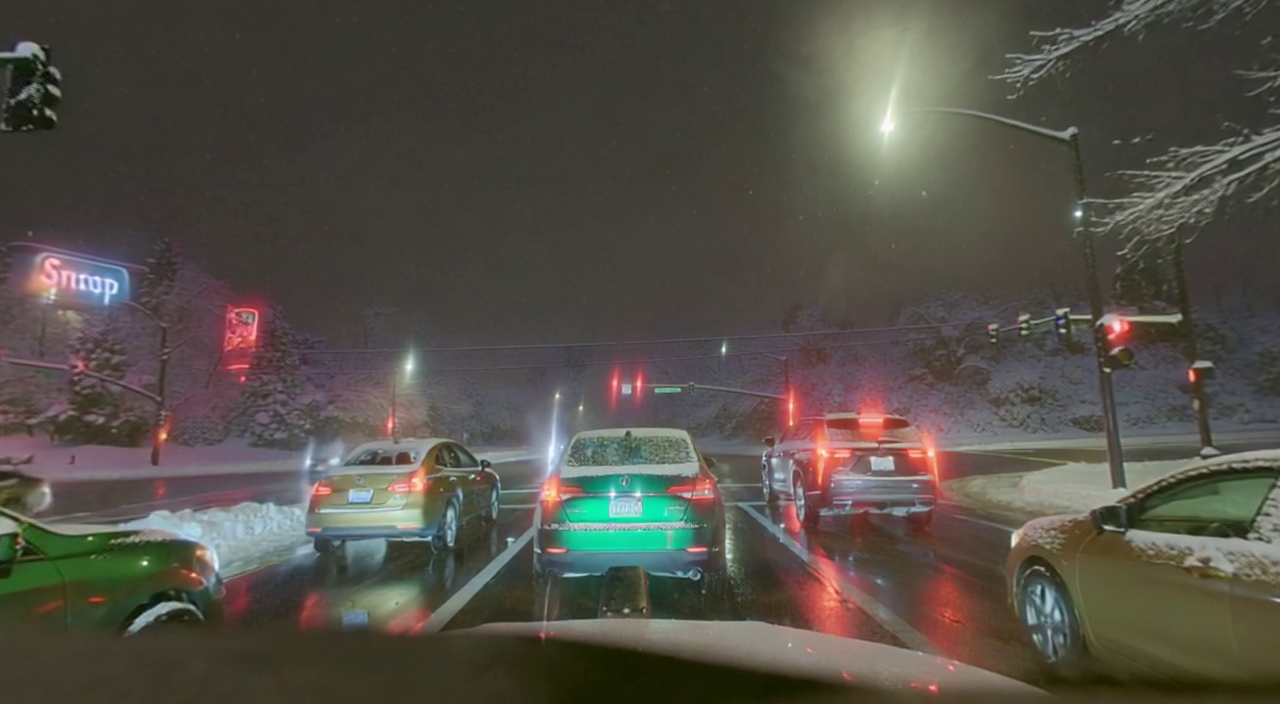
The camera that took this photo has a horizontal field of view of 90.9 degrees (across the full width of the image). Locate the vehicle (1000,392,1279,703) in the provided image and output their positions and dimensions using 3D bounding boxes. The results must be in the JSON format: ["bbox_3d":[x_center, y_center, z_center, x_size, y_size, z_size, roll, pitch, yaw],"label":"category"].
[{"bbox_3d":[3.936,0.972,3.108,1.800,1.519,4.198,0,-8,0],"label":"vehicle"}]

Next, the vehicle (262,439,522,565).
[{"bbox_3d":[-3.299,2.068,9.544,1.995,1.436,4.373,-1,-8,2],"label":"vehicle"}]

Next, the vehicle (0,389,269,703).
[{"bbox_3d":[-3.474,0.841,1.841,2.016,1.547,4.414,0,-8,1],"label":"vehicle"}]

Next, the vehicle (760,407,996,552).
[{"bbox_3d":[3.307,1.866,9.839,1.992,1.744,4.183,0,-8,0],"label":"vehicle"}]

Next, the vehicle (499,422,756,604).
[{"bbox_3d":[-0.133,1.649,7.382,2.140,1.499,4.119,0,-8,-1],"label":"vehicle"}]
